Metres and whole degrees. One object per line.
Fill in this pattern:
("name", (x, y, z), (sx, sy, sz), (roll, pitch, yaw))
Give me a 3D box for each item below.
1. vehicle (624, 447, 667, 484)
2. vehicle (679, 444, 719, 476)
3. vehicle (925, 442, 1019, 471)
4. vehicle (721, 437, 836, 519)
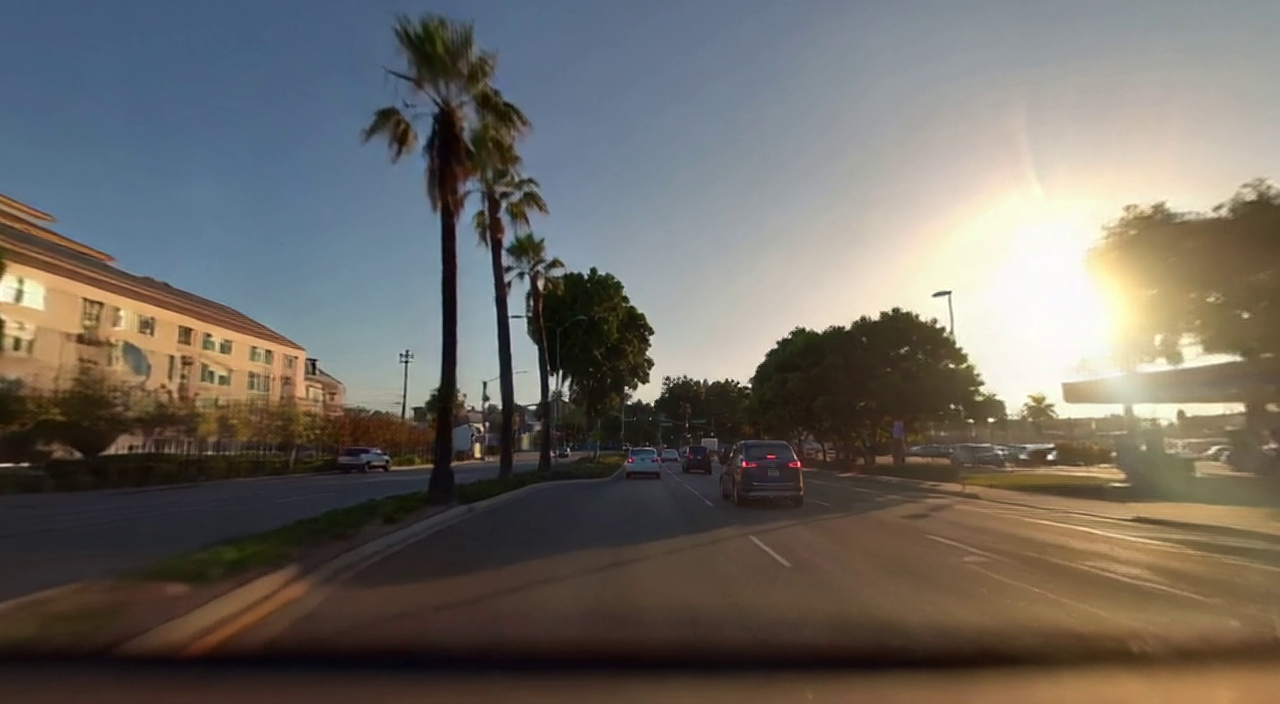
("vehicle", (0.265, 5.538, 30.944), (1.991, 1.664, 3.814), (0, -8, 0))
("vehicle", (3.806, 7.052, 41.540), (2.154, 1.975, 4.634), (0, -8, 0))
("vehicle", (21.692, 6.818, 41.280), (4.831, 1.816, 2.295), (0, -8, -2))
("vehicle", (3.254, 3.022, 15.648), (1.872, 1.752, 3.896), (0, -8, -1))
